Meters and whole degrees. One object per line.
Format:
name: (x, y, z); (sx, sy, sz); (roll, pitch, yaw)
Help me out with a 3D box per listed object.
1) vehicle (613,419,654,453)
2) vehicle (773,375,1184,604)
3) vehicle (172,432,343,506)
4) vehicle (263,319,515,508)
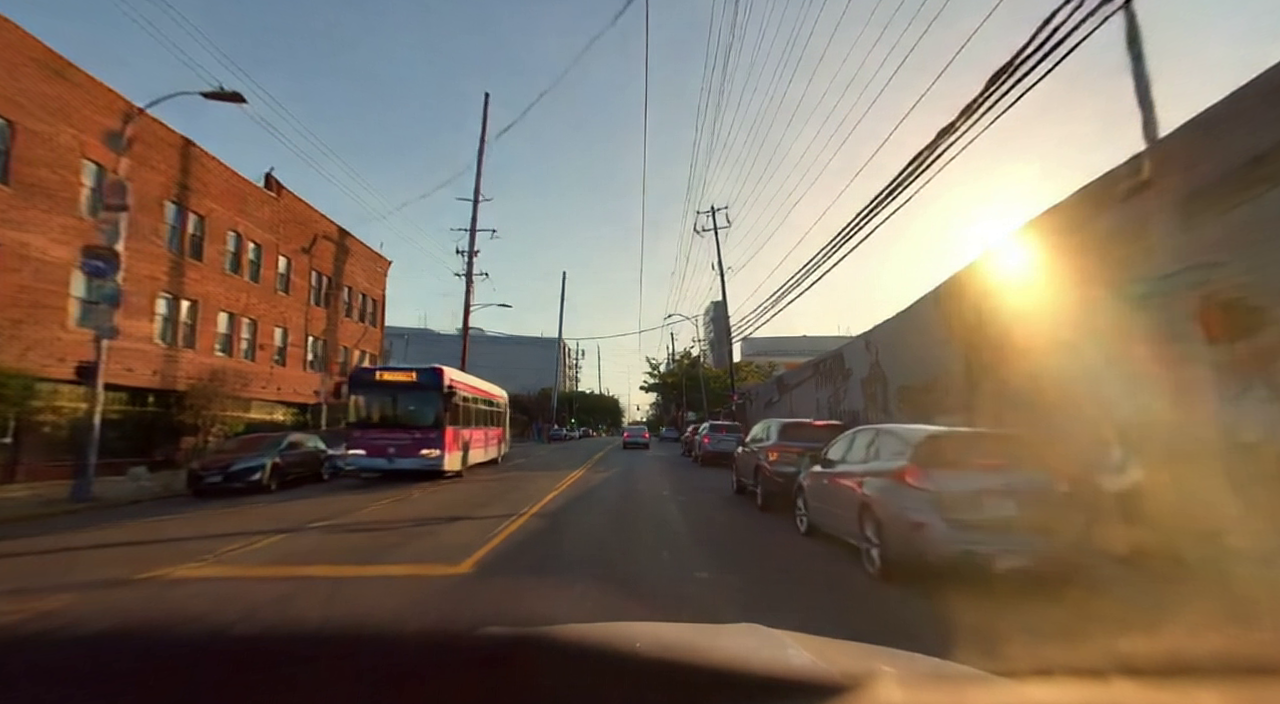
vehicle: (-0.365, 4.738, 35.646); (2.190, 1.783, 4.048); (0, -8, 0)
vehicle: (3.093, 1.433, 7.161); (2.171, 1.751, 4.373); (1, -10, -1)
vehicle: (-9.987, 3.016, 16.960); (2.031, 1.539, 4.089); (0, -5, 0)
vehicle: (-5.713, 1.992, 17.747); (3.297, 3.342, 12.875); (1, -8, -7)
